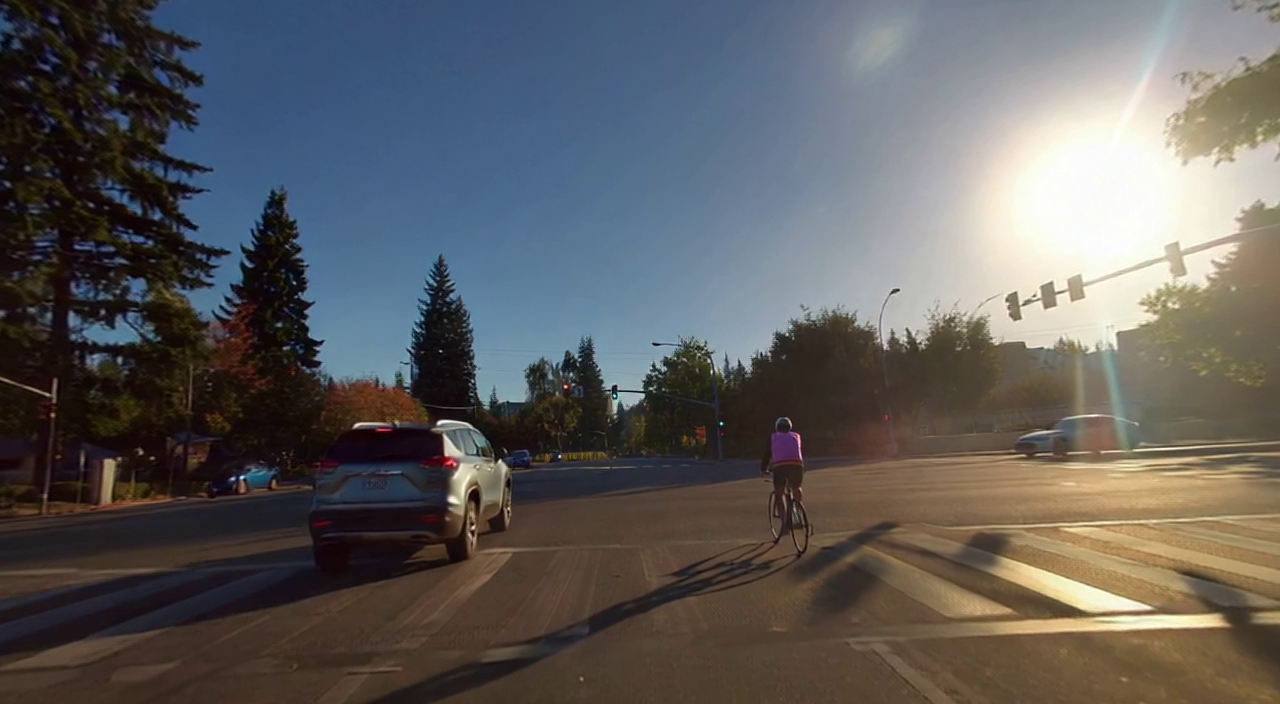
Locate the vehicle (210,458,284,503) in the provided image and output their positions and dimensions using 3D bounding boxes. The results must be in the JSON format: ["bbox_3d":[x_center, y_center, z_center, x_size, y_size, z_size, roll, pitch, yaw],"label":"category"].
[{"bbox_3d":[-15.357,4.952,24.787,2.171,1.474,4.513,5,-10,-30],"label":"vehicle"}]

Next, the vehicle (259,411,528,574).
[{"bbox_3d":[-3.103,1.872,9.240,2.049,1.756,4.602,0,-8,0],"label":"vehicle"}]

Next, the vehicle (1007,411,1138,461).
[{"bbox_3d":[18.571,3.643,27.179,4.237,1.948,1.997,-1,-9,-9],"label":"vehicle"}]

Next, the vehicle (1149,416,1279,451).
[{"bbox_3d":[25.739,3.666,28.174,4.716,1.507,1.904,2,-9,-11],"label":"vehicle"}]
